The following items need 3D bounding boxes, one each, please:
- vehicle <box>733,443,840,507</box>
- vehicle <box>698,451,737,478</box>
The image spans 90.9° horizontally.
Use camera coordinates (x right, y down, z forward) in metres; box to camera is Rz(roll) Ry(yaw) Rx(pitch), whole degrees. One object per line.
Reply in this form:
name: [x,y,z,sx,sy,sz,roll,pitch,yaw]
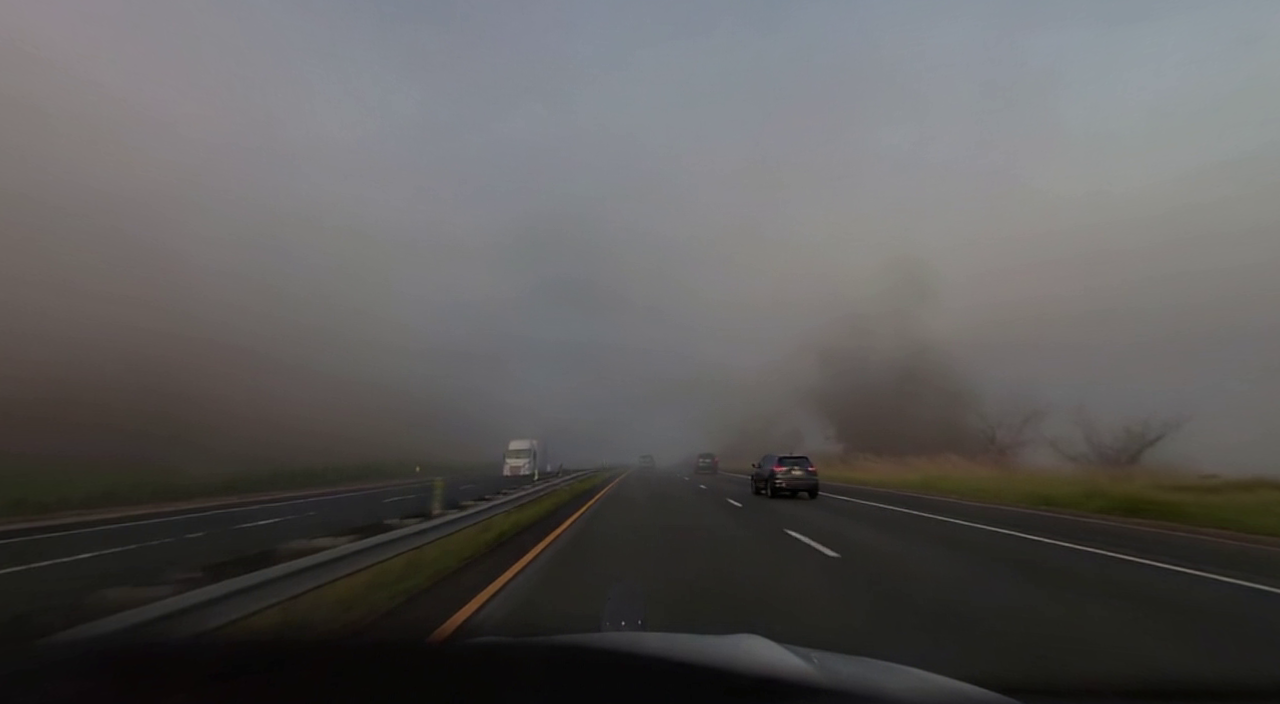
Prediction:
vehicle: [4.206,3.608,18.957,2.122,1.662,4.392,0,-9,0]
vehicle: [5.144,7.473,42.153,1.994,1.671,3.949,0,-9,-1]
